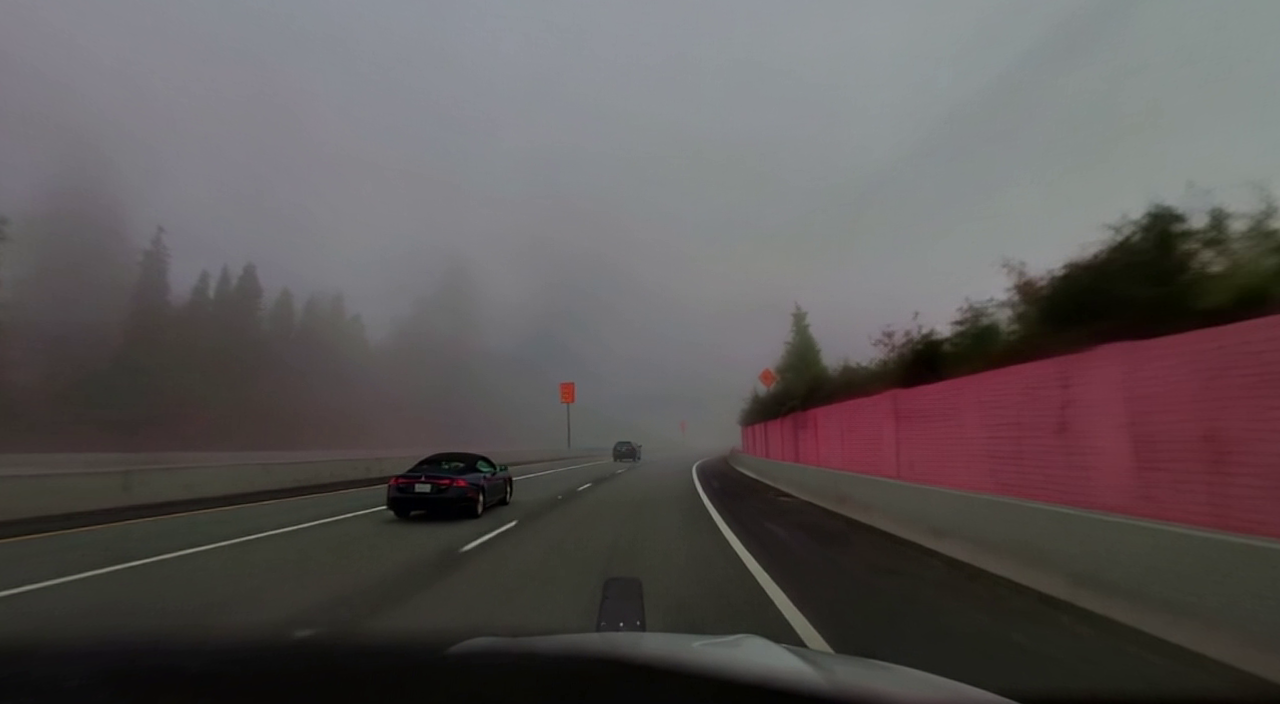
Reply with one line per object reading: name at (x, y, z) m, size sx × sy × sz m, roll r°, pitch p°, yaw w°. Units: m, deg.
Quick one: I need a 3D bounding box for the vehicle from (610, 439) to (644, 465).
vehicle at (-0.864, 6.912, 43.623) m, size 1.833 × 1.697 × 3.984 m, roll -1°, pitch -9°, yaw 7°

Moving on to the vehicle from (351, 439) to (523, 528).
vehicle at (-3.673, 2.447, 12.353) m, size 1.746 × 1.405 × 4.339 m, roll -1°, pitch -9°, yaw 3°
